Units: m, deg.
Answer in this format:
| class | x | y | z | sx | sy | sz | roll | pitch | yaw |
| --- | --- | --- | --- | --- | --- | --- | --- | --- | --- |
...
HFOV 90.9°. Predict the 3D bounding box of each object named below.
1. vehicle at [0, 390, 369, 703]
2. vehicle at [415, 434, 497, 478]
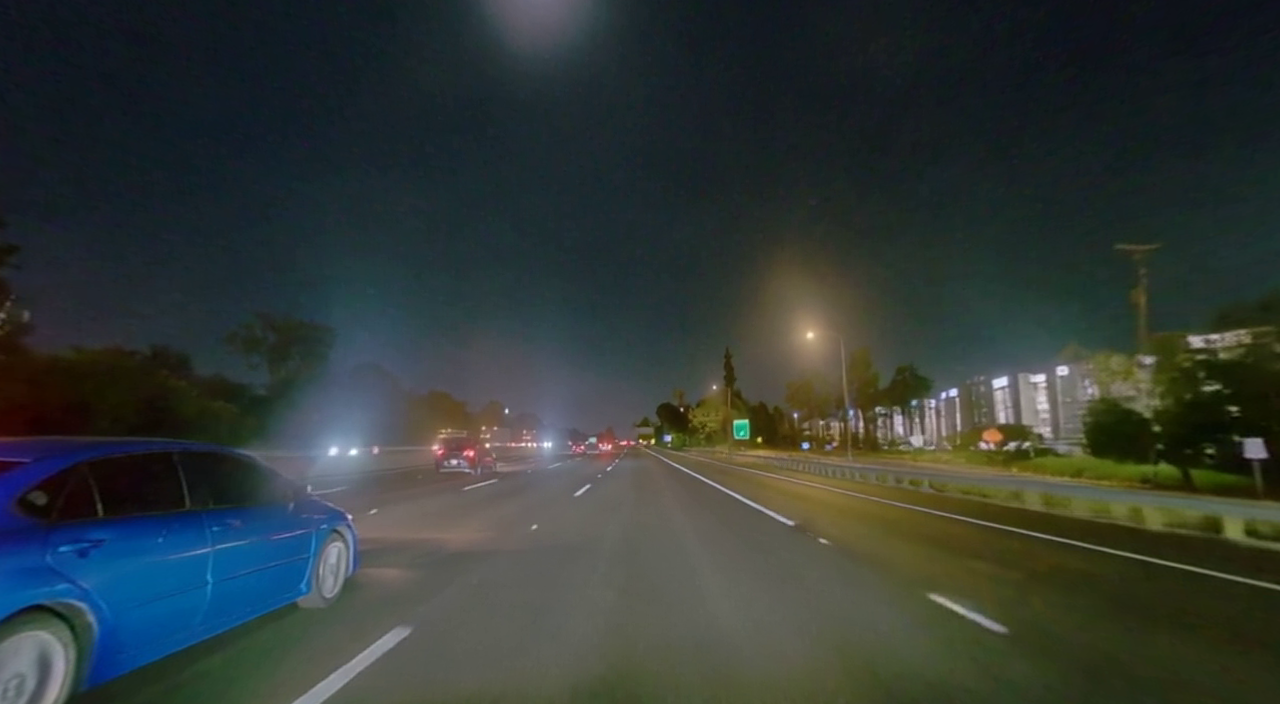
| class | x | y | z | sx | sy | sz | roll | pitch | yaw |
| --- | --- | --- | --- | --- | --- | --- | --- | --- | --- |
| vehicle | -3.626 | 1.065 | 3.309 | 2.144 | 1.565 | 4.951 | 0 | -8 | 1 |
| vehicle | -7.718 | 4.402 | 26.948 | 2.118 | 1.675 | 4.395 | 0 | -8 | 1 |
